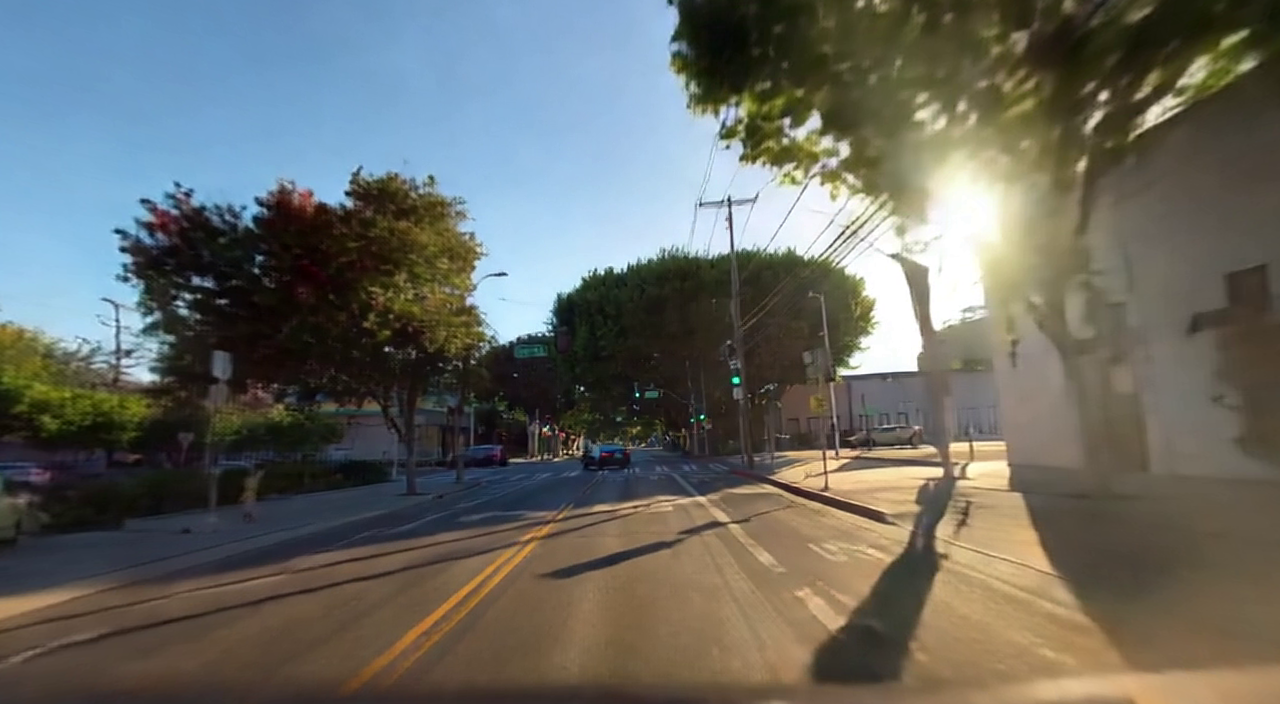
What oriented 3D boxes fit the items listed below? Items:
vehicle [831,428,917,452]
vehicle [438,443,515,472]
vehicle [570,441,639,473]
[{"bbox_3d":[14.633,5.532,39.717,4.632,1.484,1.907,0,-8,-1],"label":"vehicle"},{"bbox_3d":[-10.574,6.788,40.853,4.472,1.736,1.874,-3,-9,19],"label":"vehicle"},{"bbox_3d":[-1.952,5.425,32.913,2.118,1.478,4.624,4,-9,-23],"label":"vehicle"}]
